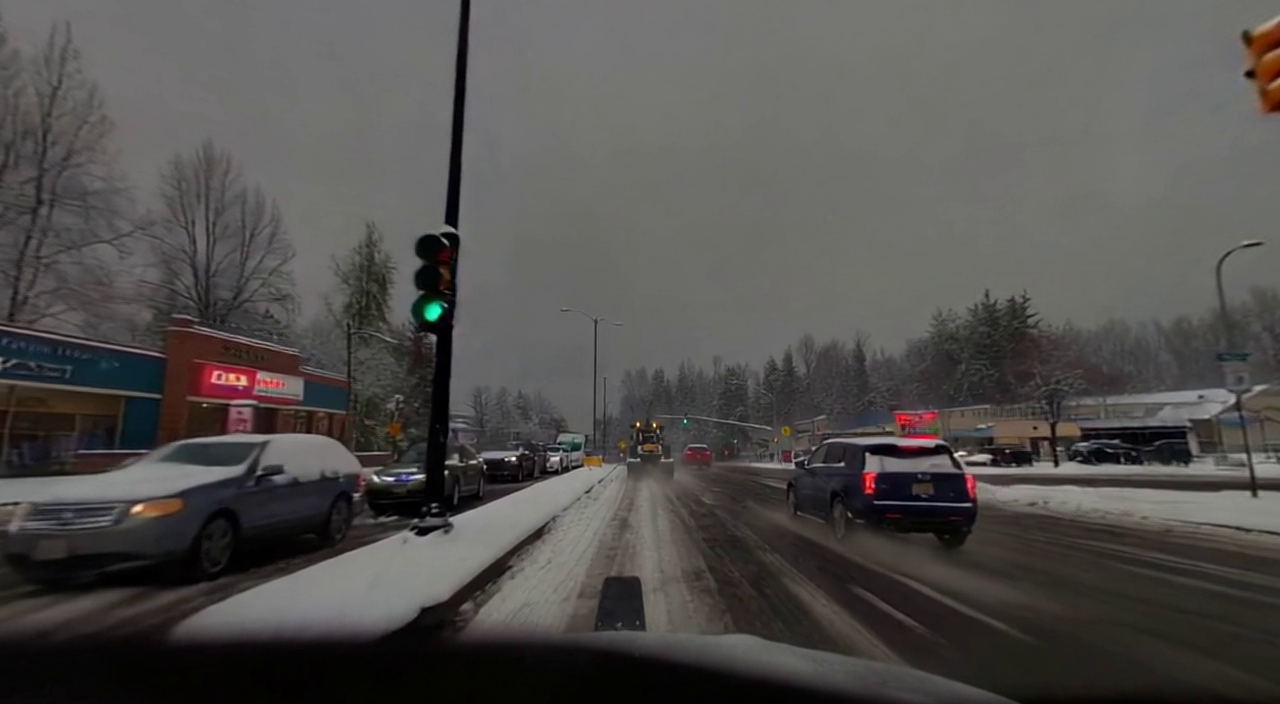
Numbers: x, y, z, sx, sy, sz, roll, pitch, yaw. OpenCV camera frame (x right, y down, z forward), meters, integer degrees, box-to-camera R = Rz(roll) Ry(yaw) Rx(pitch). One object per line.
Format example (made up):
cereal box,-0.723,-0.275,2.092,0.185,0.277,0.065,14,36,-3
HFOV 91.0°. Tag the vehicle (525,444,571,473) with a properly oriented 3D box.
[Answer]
vehicle,-5.002,5.876,34.894,1.922,1.506,4.302,0,-9,-1

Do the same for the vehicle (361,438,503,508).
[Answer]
vehicle,-4.895,2.905,15.621,1.958,1.473,4.540,0,-9,0

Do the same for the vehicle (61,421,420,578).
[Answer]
vehicle,-4.671,1.767,8.377,2.001,1.518,4.316,0,-9,-1

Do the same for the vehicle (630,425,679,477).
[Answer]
vehicle,0.750,5.660,36.525,2.566,2.705,6.350,-1,-7,0

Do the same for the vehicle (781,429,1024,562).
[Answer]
vehicle,3.666,2.057,9.749,2.025,1.618,3.949,0,-9,0

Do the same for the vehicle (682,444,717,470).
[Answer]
vehicle,4.236,7.564,45.609,2.025,1.754,4.311,0,-9,-1
